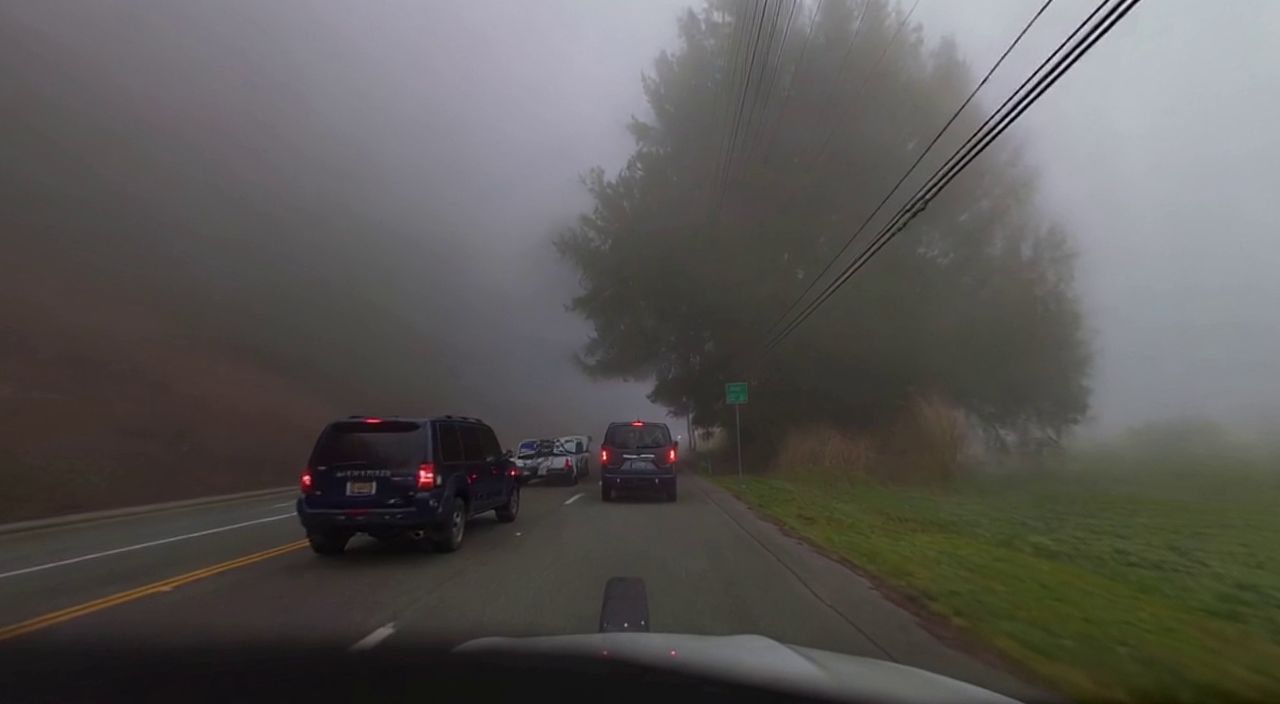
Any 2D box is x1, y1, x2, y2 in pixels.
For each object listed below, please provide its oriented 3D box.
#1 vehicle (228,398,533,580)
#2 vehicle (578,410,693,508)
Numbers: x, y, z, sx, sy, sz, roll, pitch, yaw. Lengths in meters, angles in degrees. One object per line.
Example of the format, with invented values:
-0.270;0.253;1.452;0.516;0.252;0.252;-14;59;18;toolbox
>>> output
-2.986;1.705;8.656;2.062;1.796;4.657;-1;-8;2;vehicle
-0.006;2.406;14.474;2.241;1.912;4.095;-1;-8;2;vehicle
